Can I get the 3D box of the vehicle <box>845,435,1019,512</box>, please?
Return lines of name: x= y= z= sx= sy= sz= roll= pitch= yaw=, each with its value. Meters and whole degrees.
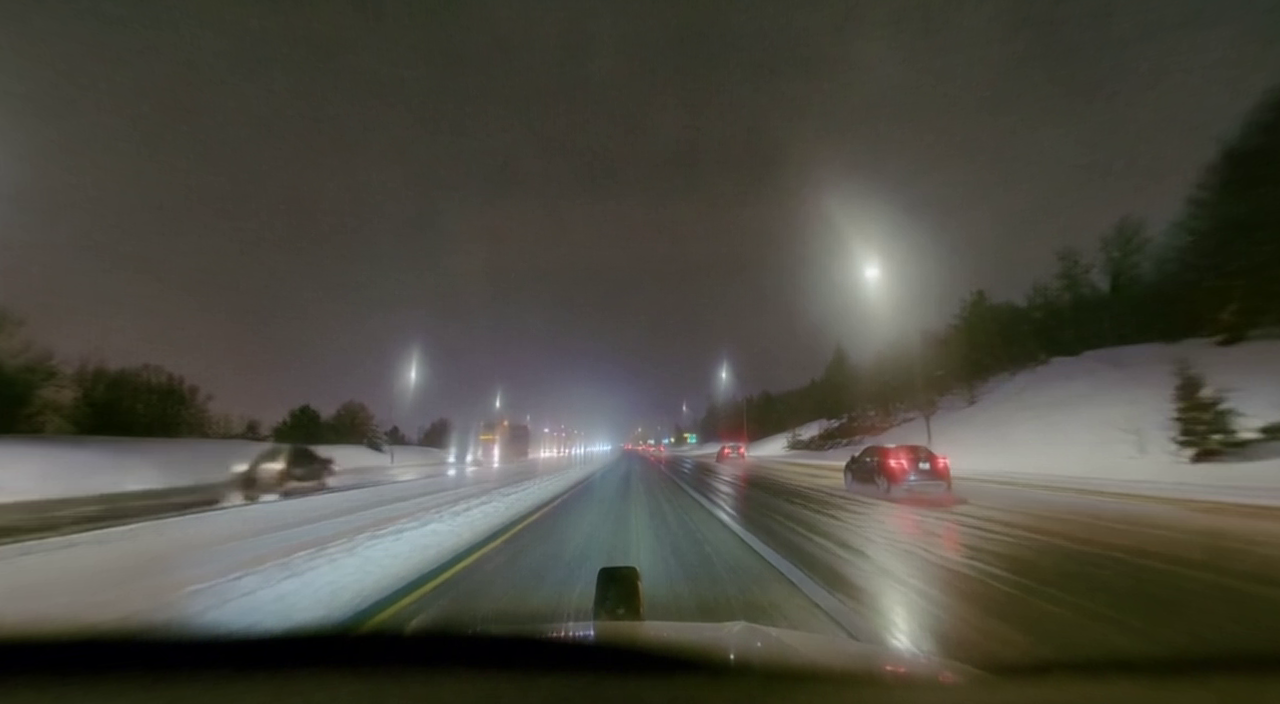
vehicle: x=6.774 y=2.846 z=15.362 sx=1.901 sy=1.548 sz=4.684 roll=0 pitch=-9 yaw=-1

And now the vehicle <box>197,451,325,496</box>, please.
vehicle: x=-14.112 y=4.517 z=23.894 sx=1.967 sy=1.473 sz=4.635 roll=0 pitch=-9 yaw=0

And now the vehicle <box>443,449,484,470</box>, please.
vehicle: x=-13.818 y=8.397 z=49.661 sx=1.911 sy=1.500 sz=4.555 roll=0 pitch=-9 yaw=0
